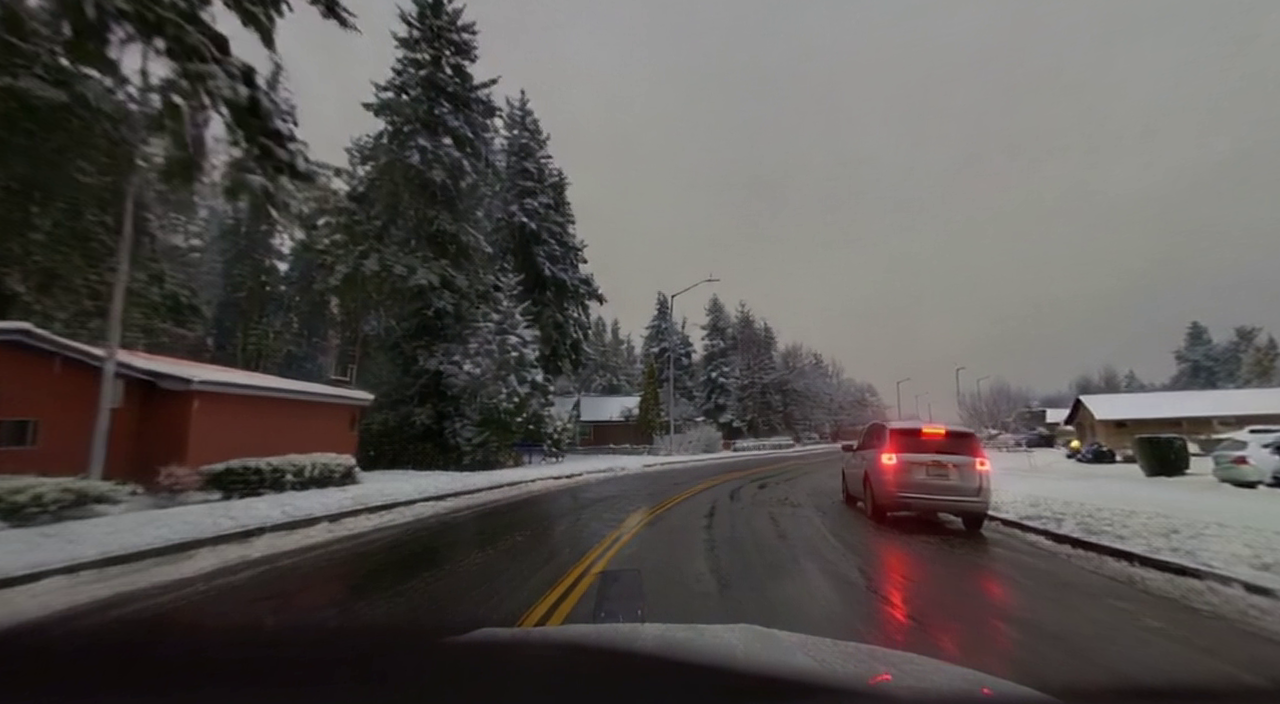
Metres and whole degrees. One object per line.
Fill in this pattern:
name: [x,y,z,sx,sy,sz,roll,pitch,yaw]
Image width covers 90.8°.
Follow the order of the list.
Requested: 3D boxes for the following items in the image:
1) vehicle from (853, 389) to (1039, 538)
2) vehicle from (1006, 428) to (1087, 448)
vehicle: [5.211,1.920,11.301,2.043,2.250,3.024,-1,-8,8]
vehicle: [31.163,6.642,48.569,4.726,1.481,1.957,-1,-8,8]
